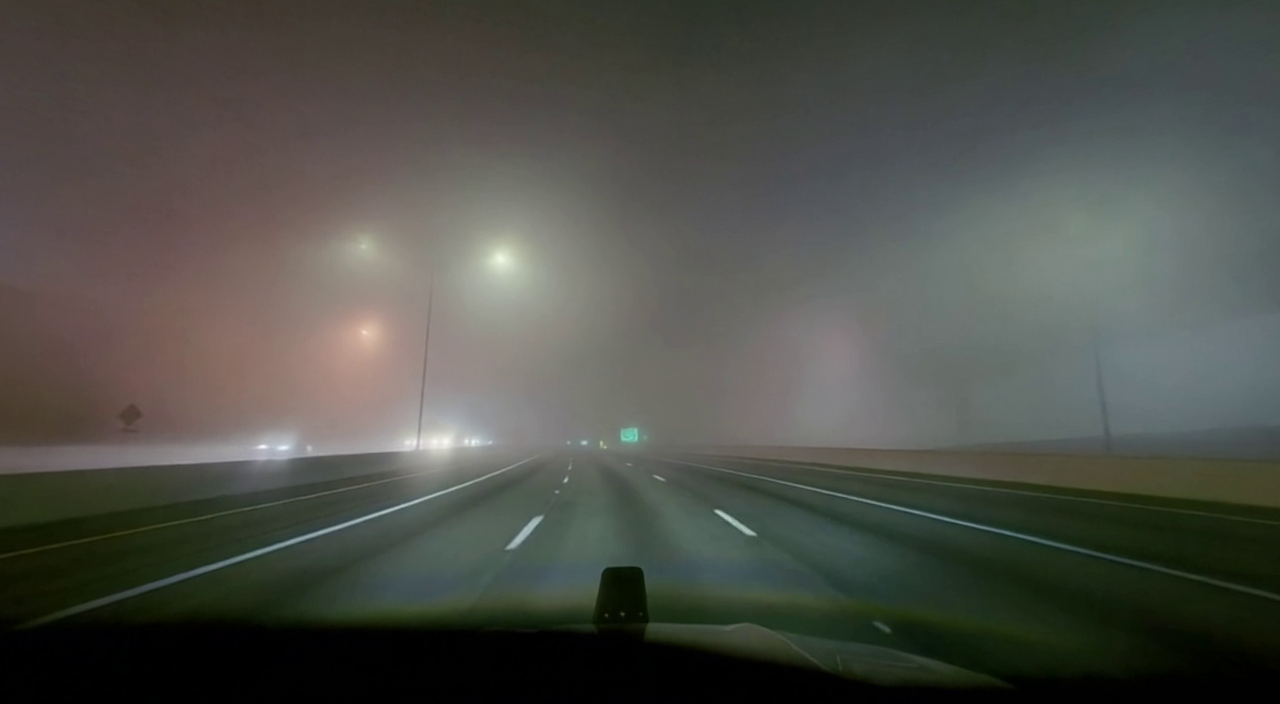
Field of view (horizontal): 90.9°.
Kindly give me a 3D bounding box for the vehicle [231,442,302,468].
[{"bbox_3d":[-23.321,6.413,39.566,1.886,1.529,4.589,0,-8,-4],"label":"vehicle"}]
